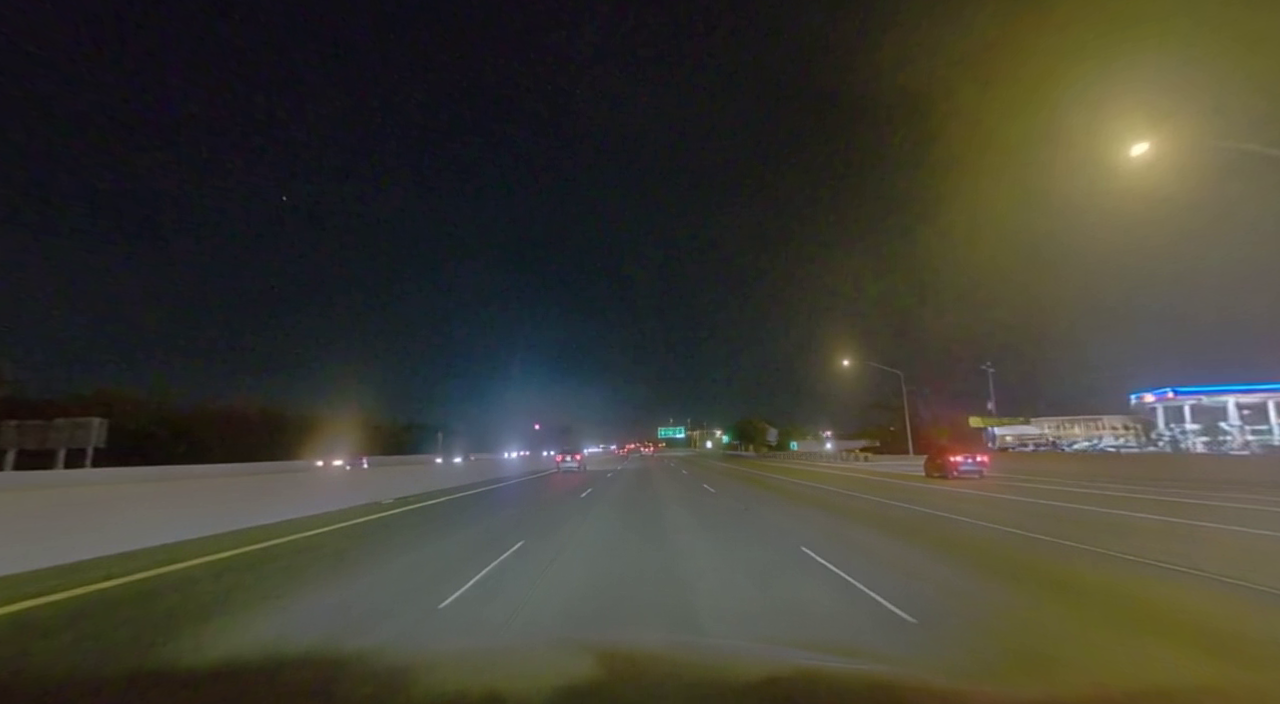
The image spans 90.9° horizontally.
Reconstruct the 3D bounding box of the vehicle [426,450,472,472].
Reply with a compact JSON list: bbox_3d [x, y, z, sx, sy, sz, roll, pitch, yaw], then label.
[{"bbox_3d":[-13.946,7.929,46.255,1.940,1.494,4.362,-1,-9,1],"label":"vehicle"}]

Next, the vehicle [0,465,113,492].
[{"bbox_3d":[-34.358,7.433,37.199,2.886,1.114,4.736,-3,-8,-7],"label":"vehicle"}]

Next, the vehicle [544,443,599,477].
[{"bbox_3d":[-3.259,5.238,30.919,2.114,1.510,4.186,-1,-9,1],"label":"vehicle"}]
